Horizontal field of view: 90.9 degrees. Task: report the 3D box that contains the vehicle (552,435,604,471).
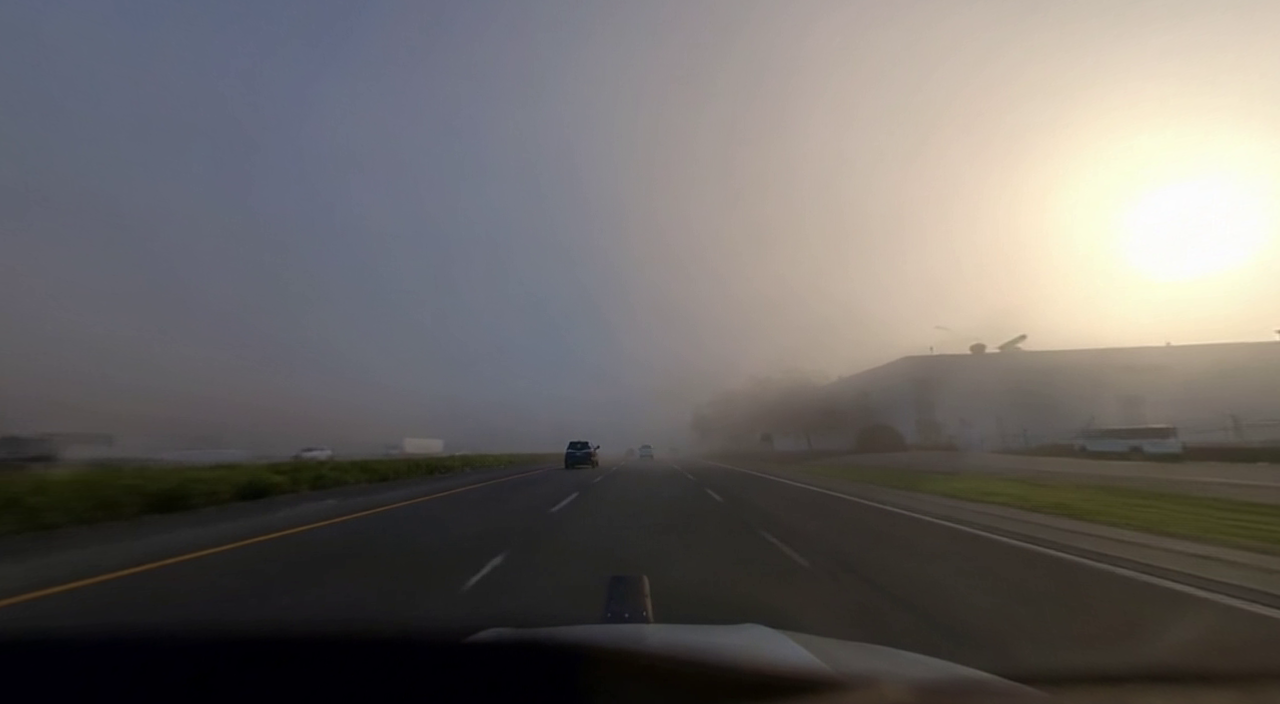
[{"bbox_3d":[-3.344,5.627,35.132,2.218,1.850,4.774,0,-9,2],"label":"vehicle"}]
